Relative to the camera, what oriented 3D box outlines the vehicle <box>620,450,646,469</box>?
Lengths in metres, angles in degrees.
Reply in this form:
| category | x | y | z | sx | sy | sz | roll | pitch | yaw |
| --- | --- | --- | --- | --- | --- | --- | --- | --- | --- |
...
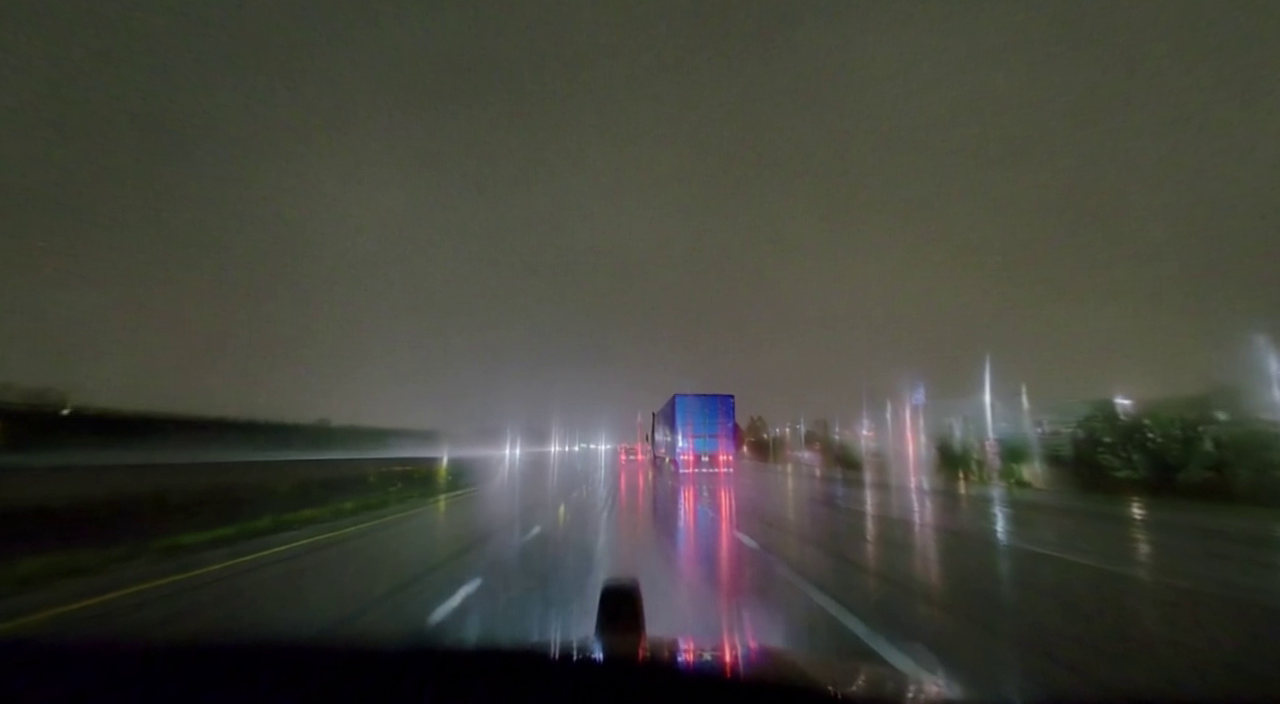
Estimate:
| category | x | y | z | sx | sy | sz | roll | pitch | yaw |
| --- | --- | --- | --- | --- | --- | --- | --- | --- | --- |
| vehicle | -0.547 | 8.457 | 49.699 | 1.898 | 1.438 | 4.053 | 0 | -9 | 0 |

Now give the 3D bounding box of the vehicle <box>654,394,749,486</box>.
| category | x | y | z | sx | sy | sz | roll | pitch | yaw |
| --- | --- | --- | --- | --- | --- | --- | --- | --- | --- |
| vehicle | 2.966 | 5.294 | 37.054 | 3.462 | 4.177 | 16.311 | 0 | -9 | -2 |
